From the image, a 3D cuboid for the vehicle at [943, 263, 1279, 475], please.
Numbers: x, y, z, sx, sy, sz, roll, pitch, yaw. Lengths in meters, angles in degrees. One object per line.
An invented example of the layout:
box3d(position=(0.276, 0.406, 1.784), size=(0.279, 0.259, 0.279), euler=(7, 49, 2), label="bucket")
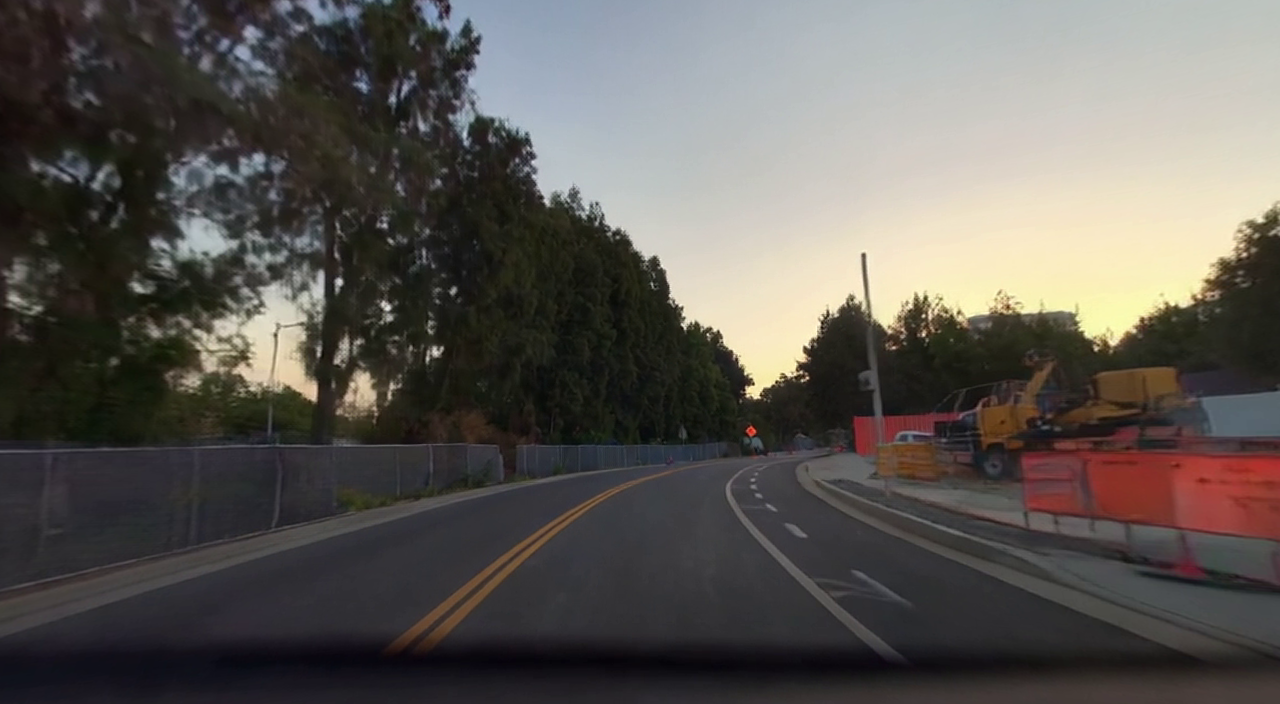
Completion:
box3d(position=(11.265, 0.987, 16.073), size=(2.984, 3.691, 10.409), euler=(-1, -8, 7), label="vehicle")
